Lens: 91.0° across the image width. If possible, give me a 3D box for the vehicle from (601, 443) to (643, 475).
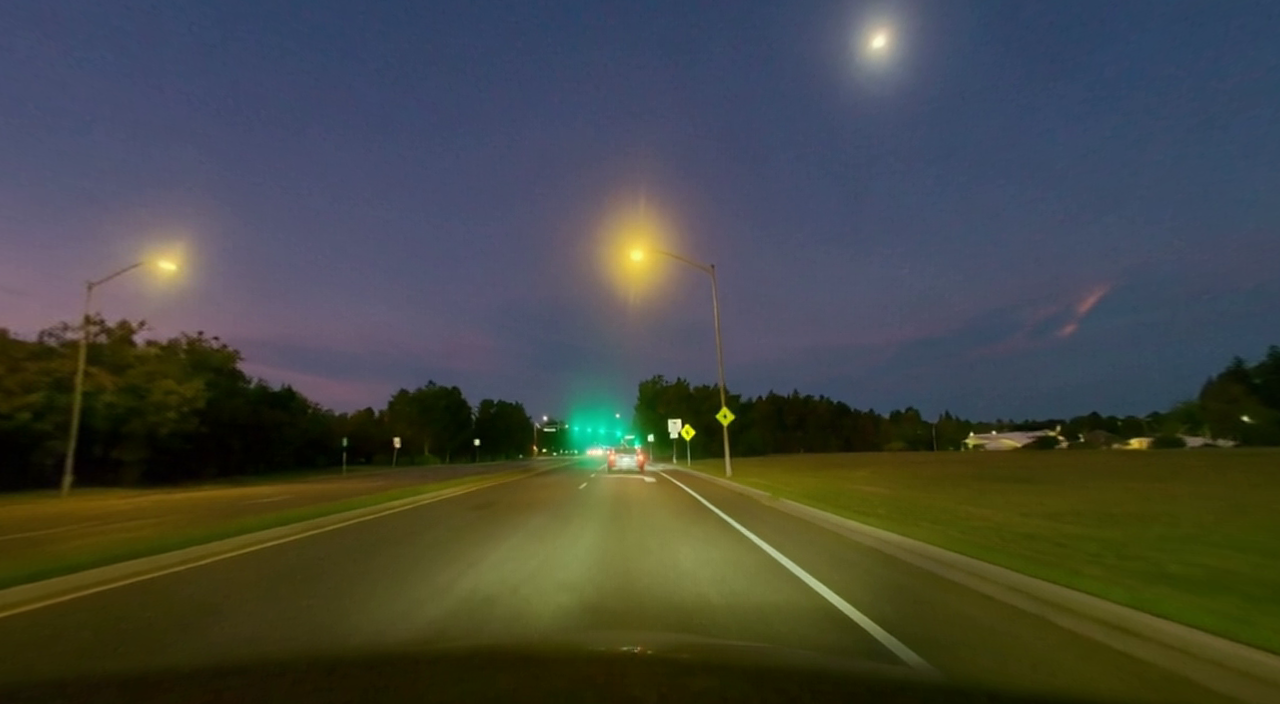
[{"bbox_3d":[-0.870,5.261,31.095,1.954,1.469,3.465,0,-8,-1],"label":"vehicle"}]
